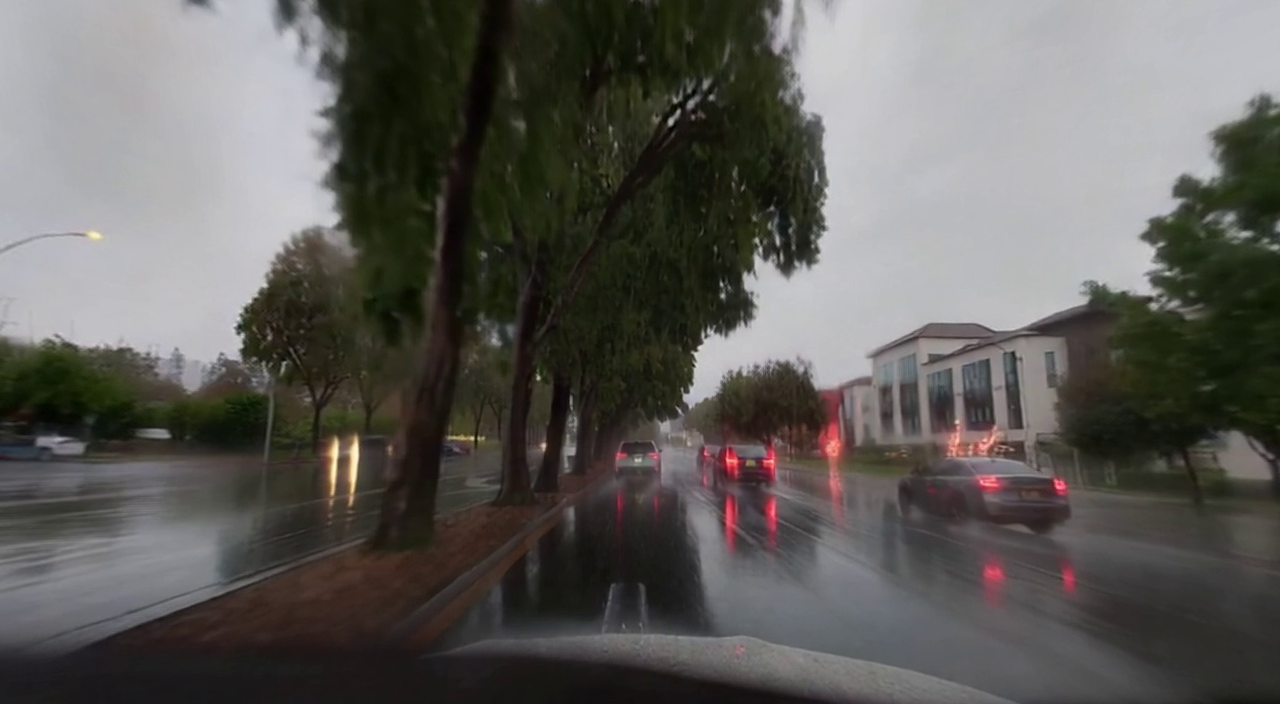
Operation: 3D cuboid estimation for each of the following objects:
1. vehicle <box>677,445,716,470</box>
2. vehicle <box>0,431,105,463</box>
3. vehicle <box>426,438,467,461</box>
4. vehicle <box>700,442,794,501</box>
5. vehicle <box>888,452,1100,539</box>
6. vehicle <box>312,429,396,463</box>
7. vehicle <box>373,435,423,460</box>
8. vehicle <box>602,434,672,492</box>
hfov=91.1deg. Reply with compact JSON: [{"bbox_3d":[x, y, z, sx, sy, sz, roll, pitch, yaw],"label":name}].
[{"bbox_3d":[3.566,6.705,40.126,2.012,1.462,4.163,0,-8,-1],"label":"vehicle"},{"bbox_3d":[-28.700,4.566,30.285,1.867,1.420,4.409,0,-8,-1],"label":"vehicle"},{"bbox_3d":[-15.002,7.519,48.491,2.161,1.642,4.587,4,-9,-26],"label":"vehicle"},{"bbox_3d":[2.960,3.391,18.333,1.932,1.510,4.168,0,-8,-1],"label":"vehicle"},{"bbox_3d":[7.096,2.872,13.237,1.944,1.458,4.268,0,-8,-1],"label":"vehicle"},{"bbox_3d":[-18.675,6.219,41.498,2.226,2.019,6.809,0,-8,1],"label":"vehicle"},{"bbox_3d":[-18.505,7.320,48.206,1.915,1.824,4.760,0,-8,1],"label":"vehicle"},{"bbox_3d":[-0.080,3.535,20.382,2.008,1.674,4.239,0,-8,0],"label":"vehicle"}]
